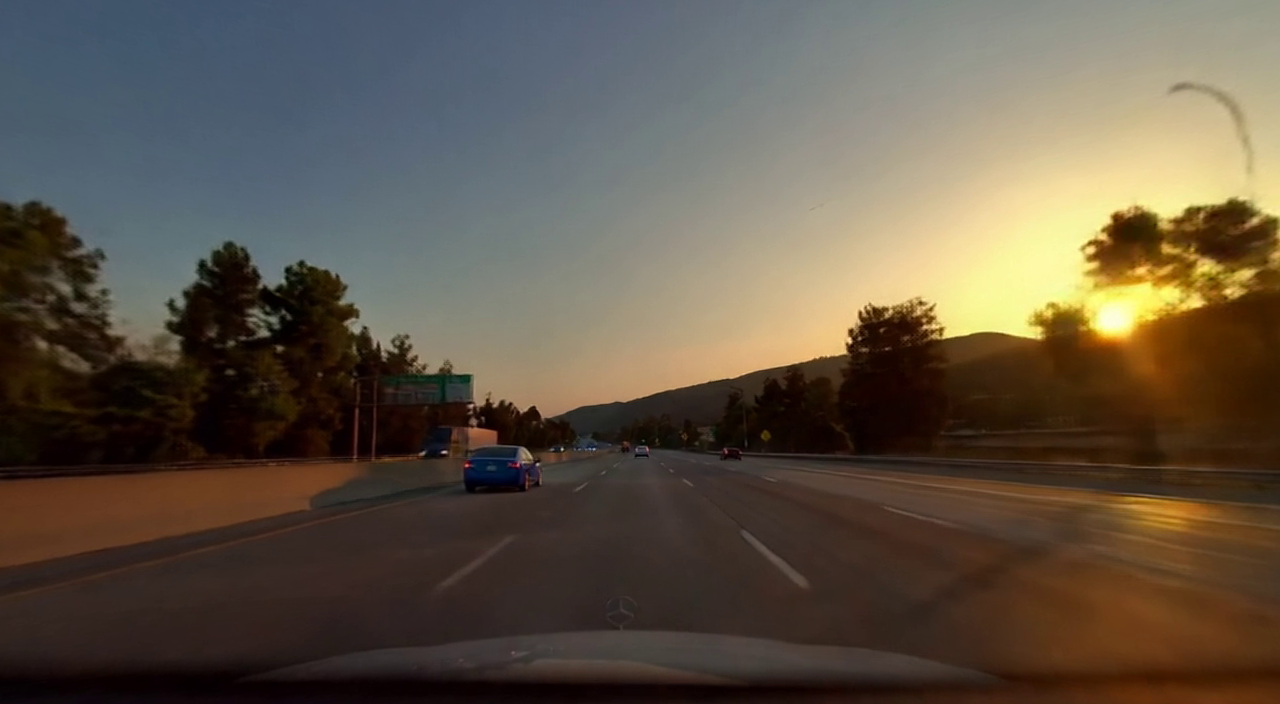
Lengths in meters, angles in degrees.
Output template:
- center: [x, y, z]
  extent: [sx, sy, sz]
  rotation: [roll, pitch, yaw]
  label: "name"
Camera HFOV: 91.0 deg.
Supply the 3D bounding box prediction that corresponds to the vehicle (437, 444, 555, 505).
- center: [-3.865, 3.371, 17.810]
  extent: [2.162, 1.493, 4.583]
  rotation: [0, -9, 1]
  label: "vehicle"
